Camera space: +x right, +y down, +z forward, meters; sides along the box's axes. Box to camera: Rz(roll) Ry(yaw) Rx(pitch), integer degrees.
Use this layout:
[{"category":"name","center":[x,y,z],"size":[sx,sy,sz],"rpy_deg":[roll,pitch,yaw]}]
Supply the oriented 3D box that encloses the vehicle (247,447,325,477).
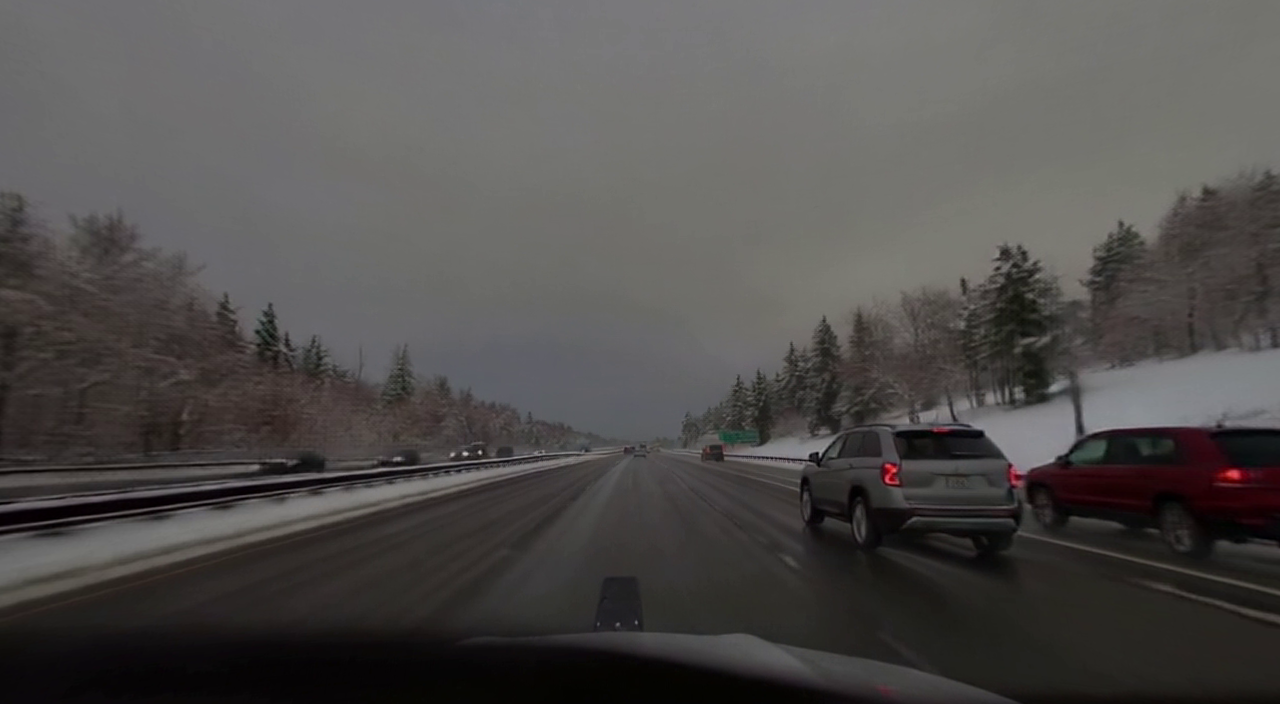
[{"category":"vehicle","center":[-18.476,5.732,32.904],"size":[1.856,1.495,3.726],"rpy_deg":[0,-9,0]}]

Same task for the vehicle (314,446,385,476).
[{"category":"vehicle","center":[-14.821,5.574,32.219],"size":[1.718,1.435,3.986],"rpy_deg":[0,-9,0]}]

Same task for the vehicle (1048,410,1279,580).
[{"category":"vehicle","center":[7.756,1.785,8.383],"size":[1.898,1.798,3.805],"rpy_deg":[0,-9,-2]}]

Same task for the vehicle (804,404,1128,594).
[{"category":"vehicle","center":[3.572,1.677,7.934],"size":[1.784,1.733,4.141],"rpy_deg":[0,-9,-1]}]

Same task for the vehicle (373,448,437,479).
[{"category":"vehicle","center":[-11.040,5.244,29.707],"size":[1.608,1.362,3.878],"rpy_deg":[0,-9,-1]}]
